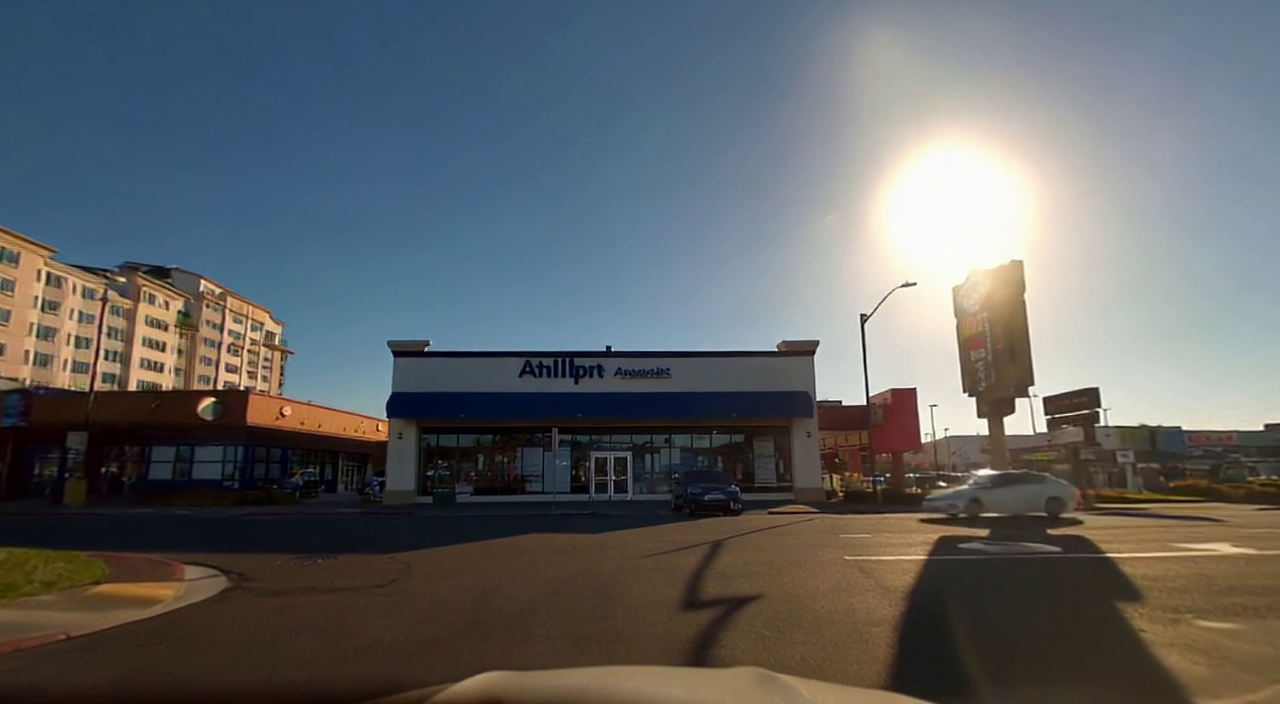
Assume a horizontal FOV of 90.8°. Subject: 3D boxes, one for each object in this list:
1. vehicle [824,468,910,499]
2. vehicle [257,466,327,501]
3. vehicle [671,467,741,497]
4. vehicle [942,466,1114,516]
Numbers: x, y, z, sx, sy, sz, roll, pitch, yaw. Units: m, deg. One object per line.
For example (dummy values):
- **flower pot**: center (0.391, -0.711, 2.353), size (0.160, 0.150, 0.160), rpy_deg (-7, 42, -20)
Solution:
- **vehicle**: center (13.163, 7.636, 36.947), size (1.791, 1.453, 4.593), rpy_deg (5, -10, -29)
- **vehicle**: center (-19.836, 7.406, 35.906), size (4.596, 1.680, 1.936), rpy_deg (-8, -11, 41)
- **vehicle**: center (3.783, 7.605, 37.148), size (1.812, 1.468, 4.519), rpy_deg (5, -10, -28)
- **vehicle**: center (12.559, 4.490, 20.638), size (4.418, 1.467, 1.846), rpy_deg (0, -9, -3)
